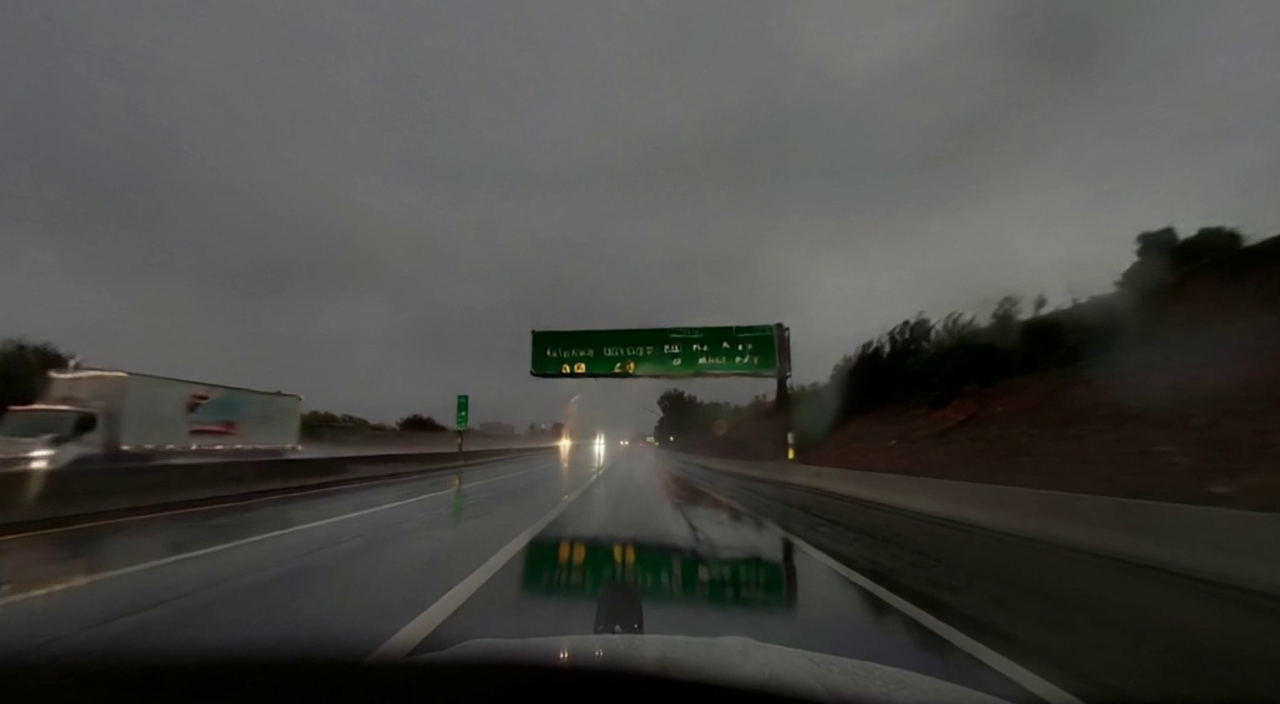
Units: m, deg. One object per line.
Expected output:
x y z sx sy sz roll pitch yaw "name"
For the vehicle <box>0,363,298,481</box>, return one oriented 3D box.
-24.379 3.976 32.607 3.650 4.465 17.511 0 -9 -1 "vehicle"
